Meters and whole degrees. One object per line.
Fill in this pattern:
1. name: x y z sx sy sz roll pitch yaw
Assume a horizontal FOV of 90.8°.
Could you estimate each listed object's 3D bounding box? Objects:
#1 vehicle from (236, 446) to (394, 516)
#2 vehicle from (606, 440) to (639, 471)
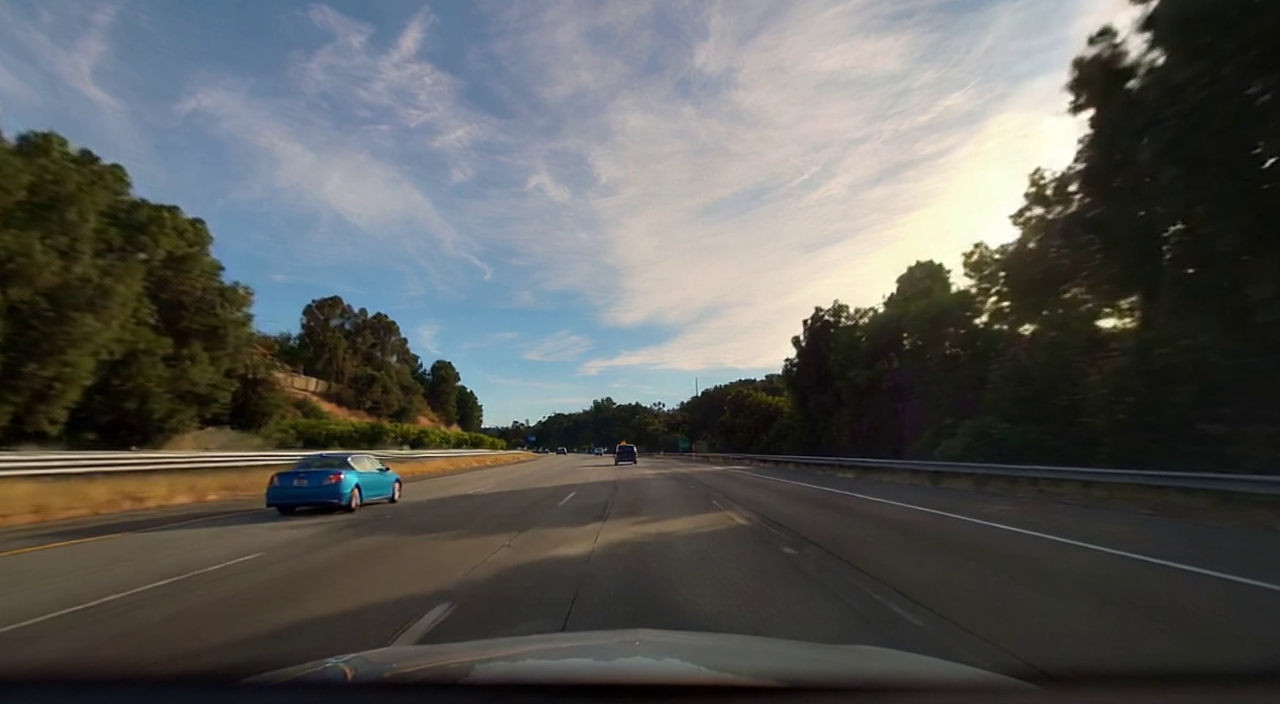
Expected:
1. vehicle: -7.764 3.074 15.595 1.915 1.479 3.843 0 -9 -1
2. vehicle: -1.176 6.684 40.824 1.990 1.878 4.079 0 -9 -3
